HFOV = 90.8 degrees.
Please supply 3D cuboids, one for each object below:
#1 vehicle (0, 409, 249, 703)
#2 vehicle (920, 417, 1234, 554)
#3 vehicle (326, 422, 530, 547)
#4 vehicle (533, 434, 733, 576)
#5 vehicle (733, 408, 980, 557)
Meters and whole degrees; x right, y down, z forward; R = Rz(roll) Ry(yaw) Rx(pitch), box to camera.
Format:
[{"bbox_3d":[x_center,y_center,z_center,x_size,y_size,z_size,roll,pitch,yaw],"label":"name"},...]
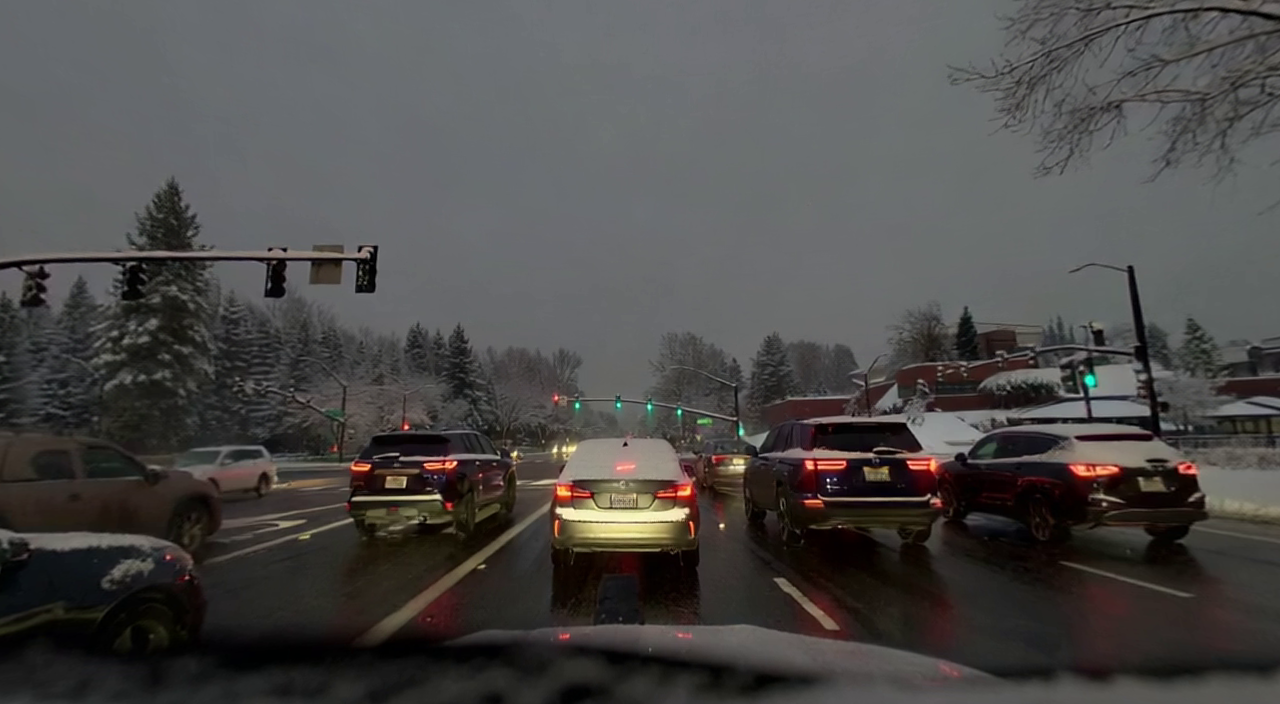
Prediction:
[{"bbox_3d":[-3.168,0.789,1.165,2.045,1.463,4.490,0,-8,0],"label":"vehicle"},{"bbox_3d":[6.468,1.999,10.123,1.945,1.706,4.190,0,-8,-1],"label":"vehicle"},{"bbox_3d":[-3.320,2.156,10.955,2.033,1.714,4.278,0,-8,0],"label":"vehicle"},{"bbox_3d":[-0.106,1.908,8.677,2.098,1.461,3.958,0,-8,-1],"label":"vehicle"},{"bbox_3d":[2.954,1.897,9.898,2.138,1.778,4.422,0,-8,-2],"label":"vehicle"}]
